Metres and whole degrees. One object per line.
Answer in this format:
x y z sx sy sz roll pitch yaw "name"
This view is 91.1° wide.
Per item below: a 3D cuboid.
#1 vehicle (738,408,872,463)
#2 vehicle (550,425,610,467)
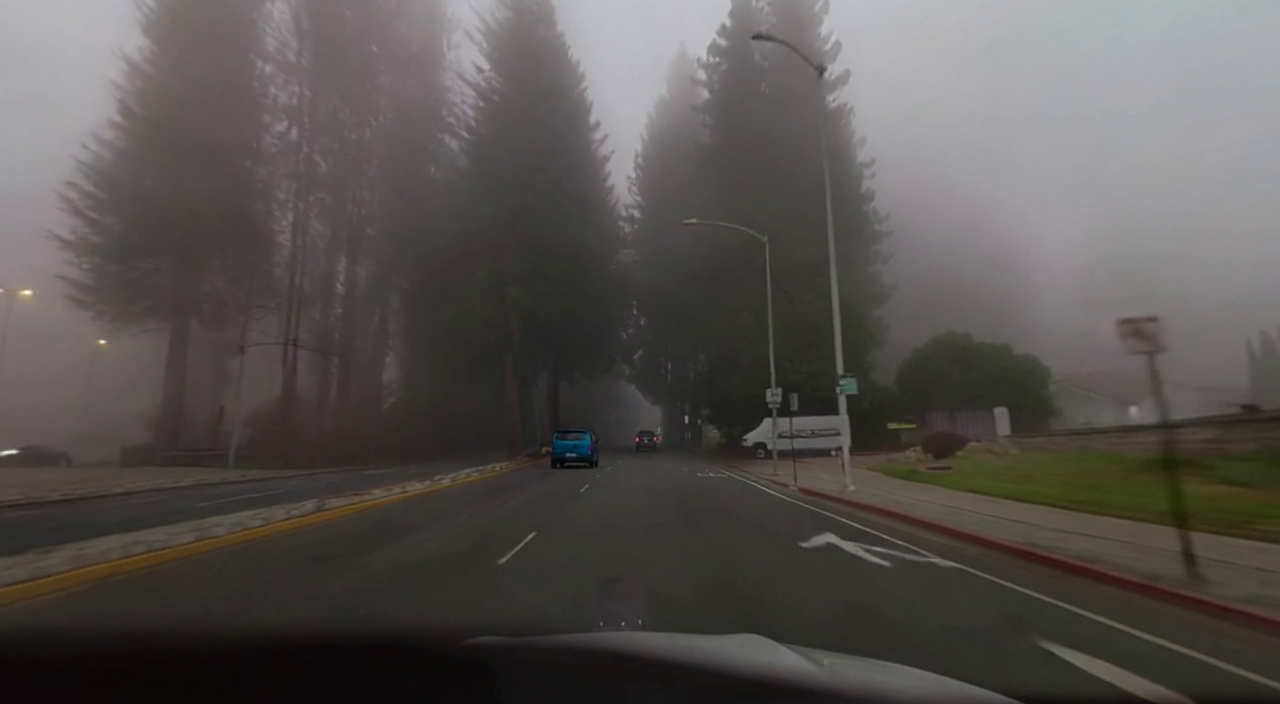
9.509 4.888 36.964 7.177 2.935 3.132 0 -7 6 "vehicle"
-2.779 4.518 30.138 2.281 1.837 4.845 0 -8 1 "vehicle"
